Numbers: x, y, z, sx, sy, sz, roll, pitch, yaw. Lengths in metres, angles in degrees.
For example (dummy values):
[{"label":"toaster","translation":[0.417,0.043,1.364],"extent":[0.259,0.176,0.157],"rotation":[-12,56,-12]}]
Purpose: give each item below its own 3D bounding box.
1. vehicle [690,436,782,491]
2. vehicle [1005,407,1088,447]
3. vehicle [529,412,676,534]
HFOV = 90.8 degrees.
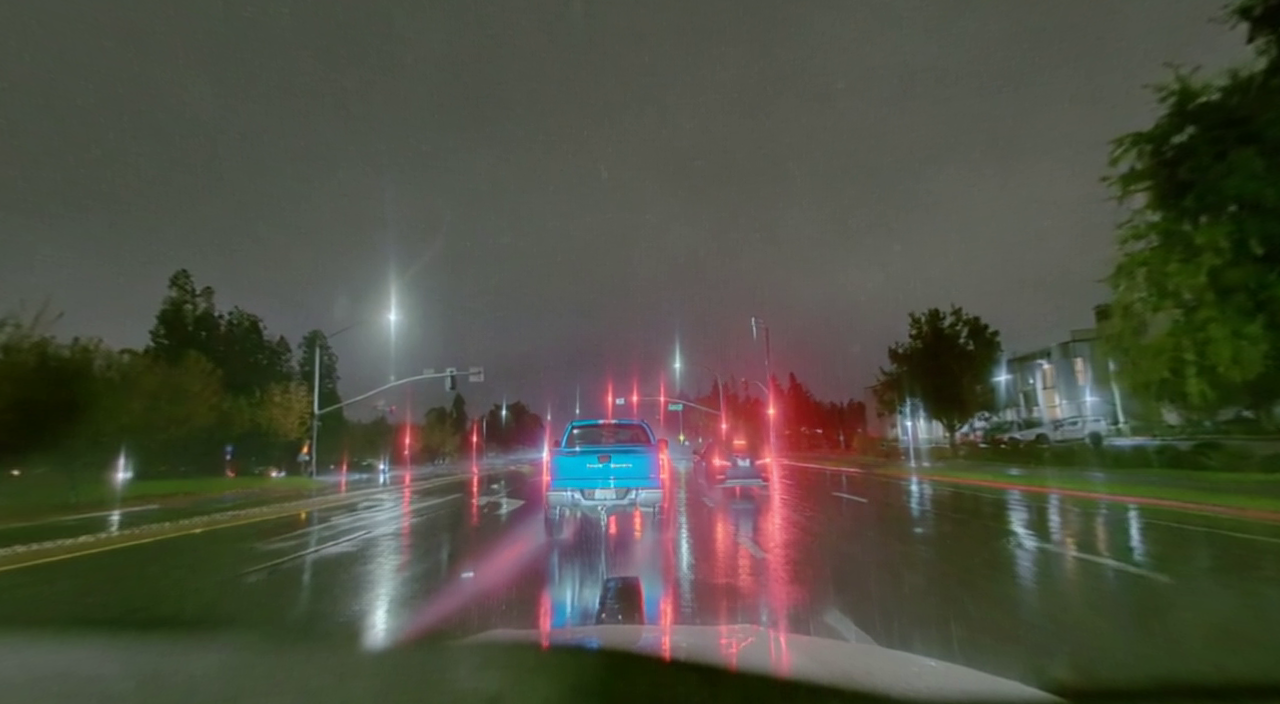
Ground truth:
[{"label":"vehicle","translation":[2.823,3.392,19.630],"extent":[2.073,1.484,4.437],"rotation":[0,-8,-1]},{"label":"vehicle","translation":[30.311,5.686,47.289],"extent":[2.892,2.881,4.178],"rotation":[2,-9,-16]},{"label":"vehicle","translation":[-0.545,2.119,11.663],"extent":[2.145,1.762,4.731],"rotation":[0,-8,0]}]
